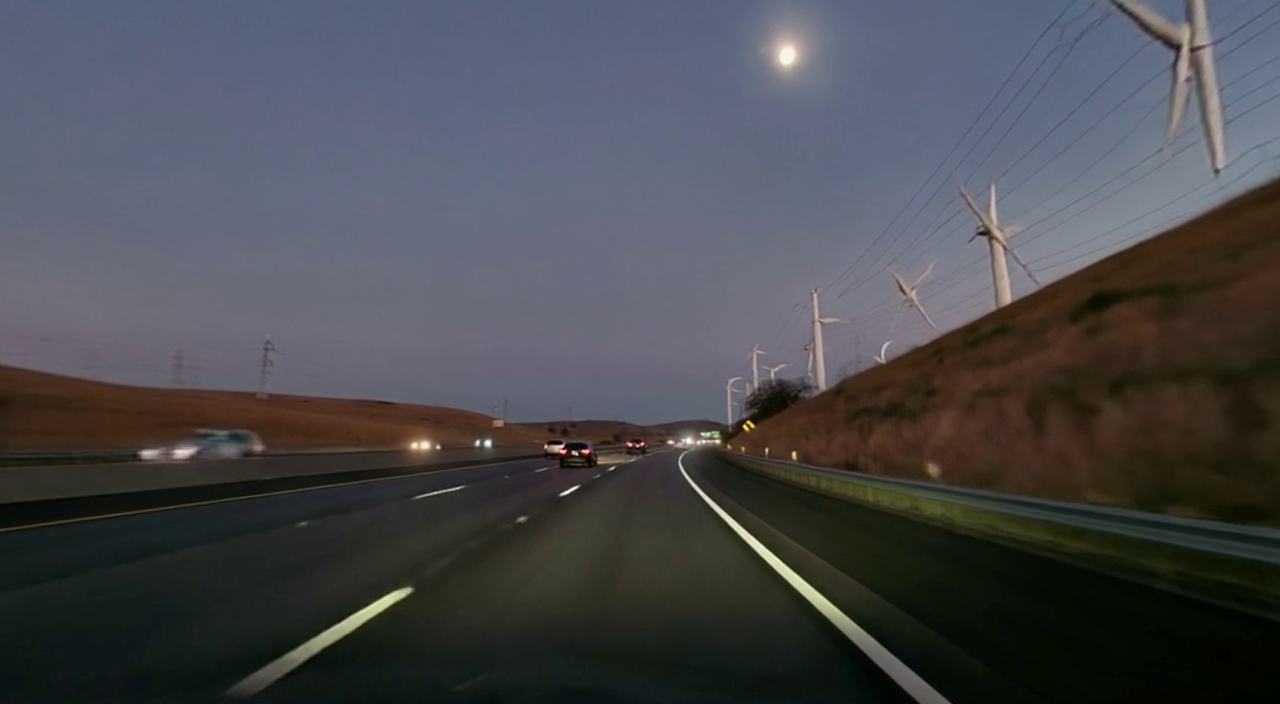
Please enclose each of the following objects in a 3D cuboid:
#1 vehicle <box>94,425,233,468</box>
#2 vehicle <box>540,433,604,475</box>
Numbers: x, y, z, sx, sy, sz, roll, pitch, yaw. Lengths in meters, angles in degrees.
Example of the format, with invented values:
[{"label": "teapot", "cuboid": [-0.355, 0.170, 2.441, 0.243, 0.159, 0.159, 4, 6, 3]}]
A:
[{"label": "vehicle", "cuboid": [-21.015, 4.227, 28.154, 2.076, 1.708, 5.159, 0, -9, 1]}, {"label": "vehicle", "cuboid": [-2.877, 4.464, 27.799, 2.118, 1.702, 4.355, 0, -9, 3]}]
